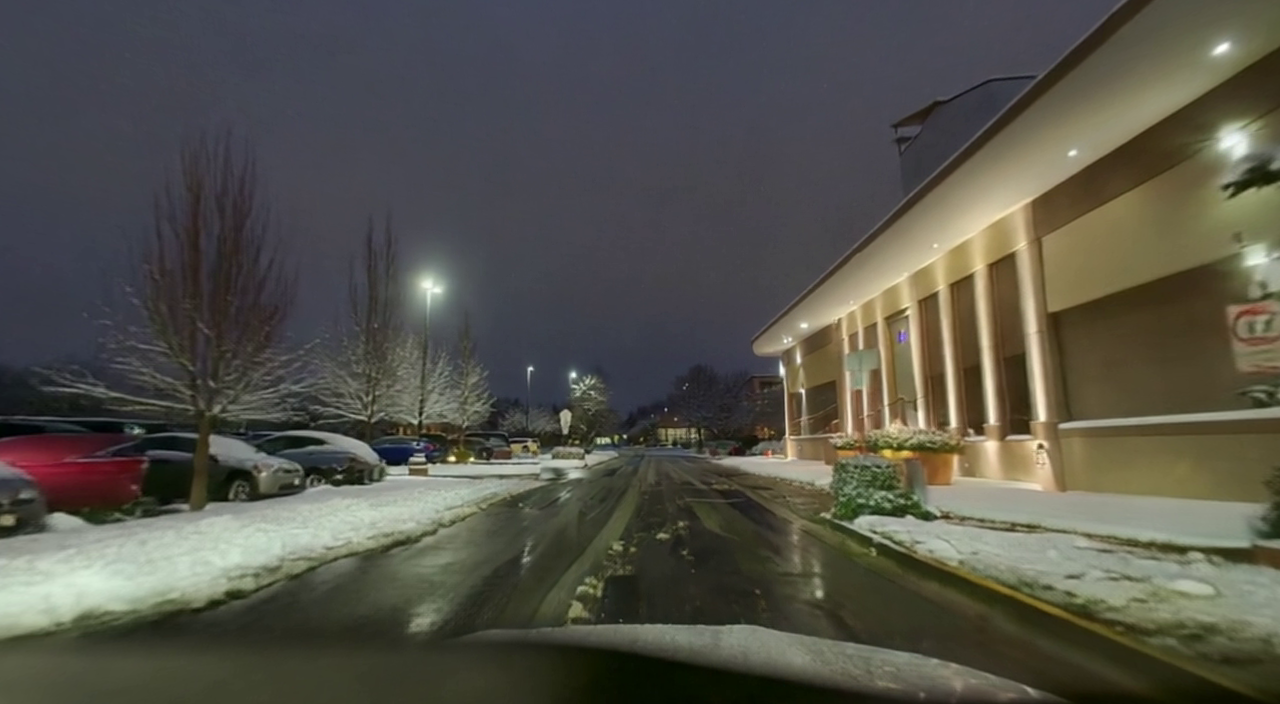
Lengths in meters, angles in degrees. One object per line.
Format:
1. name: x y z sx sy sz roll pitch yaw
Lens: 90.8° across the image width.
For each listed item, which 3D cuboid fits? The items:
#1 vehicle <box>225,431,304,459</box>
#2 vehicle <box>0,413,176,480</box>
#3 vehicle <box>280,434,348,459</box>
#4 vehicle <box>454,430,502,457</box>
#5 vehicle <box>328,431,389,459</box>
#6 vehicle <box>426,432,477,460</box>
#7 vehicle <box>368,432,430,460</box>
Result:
1. vehicle: -23.147 5.757 39.121 1.773 1.498 4.085 2 -8 13
2. vehicle: -18.113 3.106 20.865 1.972 1.923 4.535 -1 -8 2
3. vehicle: -20.130 5.870 39.206 1.909 1.474 3.908 -1 -8 4
4. vehicle: -11.546 6.591 45.452 2.058 1.832 5.009 0 -8 1
5. vehicle: -17.468 5.805 39.387 1.902 1.645 3.903 0 -9 1
6. vehicle: -11.724 5.895 39.631 1.892 1.597 4.259 0 -8 0
7. vehicle: -14.832 5.819 39.091 1.928 1.613 4.197 -1 -8 4
